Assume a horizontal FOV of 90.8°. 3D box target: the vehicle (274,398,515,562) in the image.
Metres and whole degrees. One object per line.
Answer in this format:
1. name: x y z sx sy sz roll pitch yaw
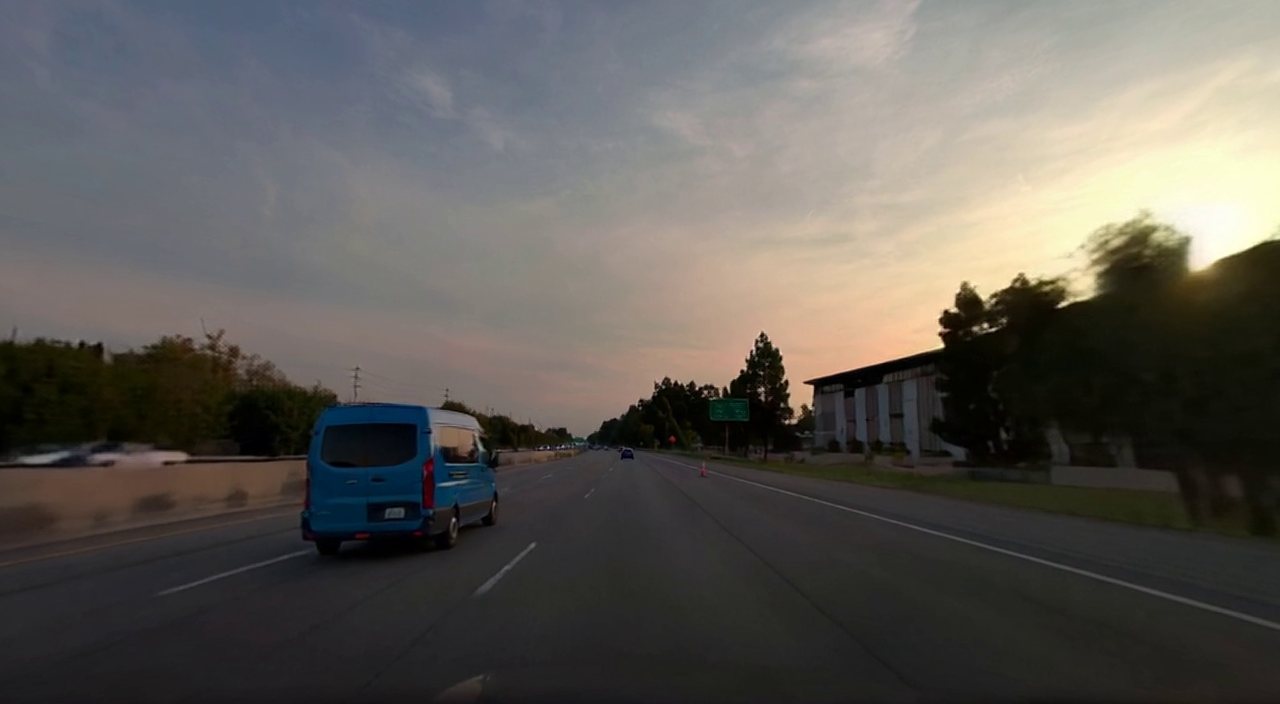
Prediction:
1. vehicle: -3.442 1.913 10.020 2.046 1.982 4.465 0 -9 -1

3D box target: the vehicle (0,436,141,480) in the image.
1. vehicle: -23.789 4.418 26.489 1.926 1.681 4.655 0 -9 -1
